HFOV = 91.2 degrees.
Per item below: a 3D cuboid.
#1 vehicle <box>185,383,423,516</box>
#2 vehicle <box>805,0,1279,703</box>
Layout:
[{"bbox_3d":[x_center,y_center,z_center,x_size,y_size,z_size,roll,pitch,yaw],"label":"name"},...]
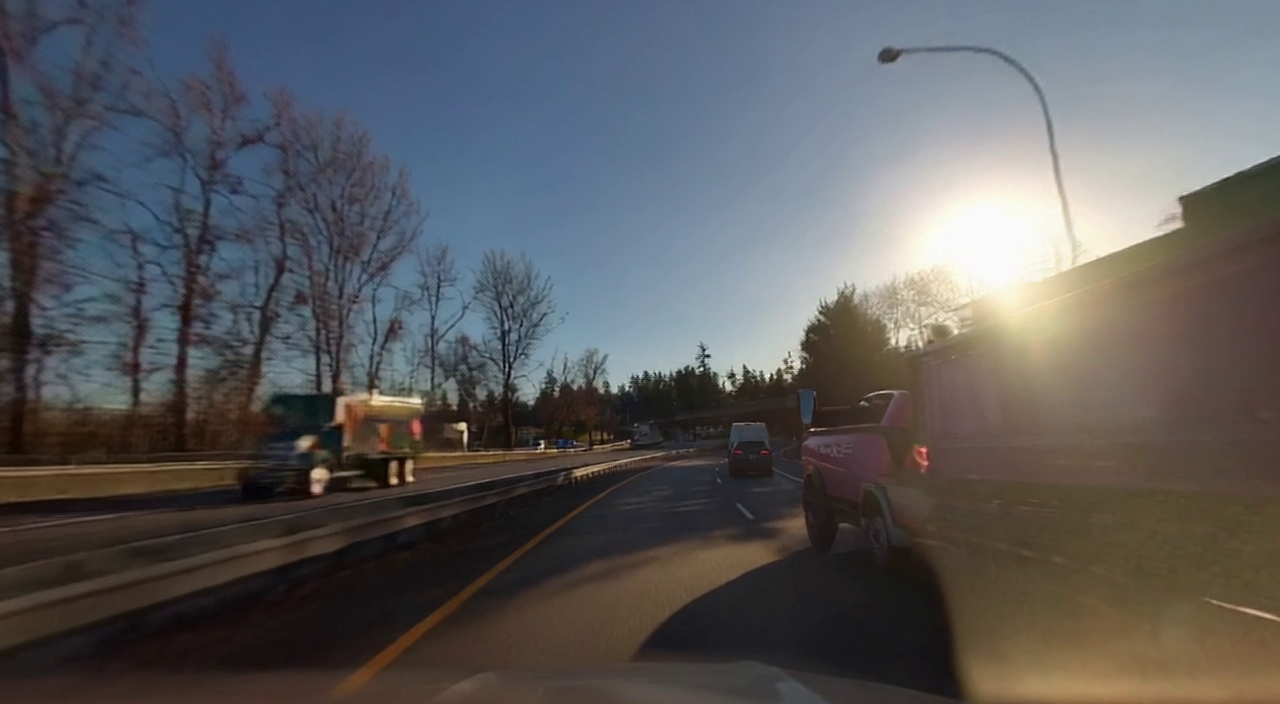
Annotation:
[{"bbox_3d":[-8.250,2.541,16.456,2.492,2.808,5.904,-2,-9,6],"label":"vehicle"},{"bbox_3d":[3.893,0.128,1.647,2.916,3.563,14.462,-1,-9,0],"label":"vehicle"}]
